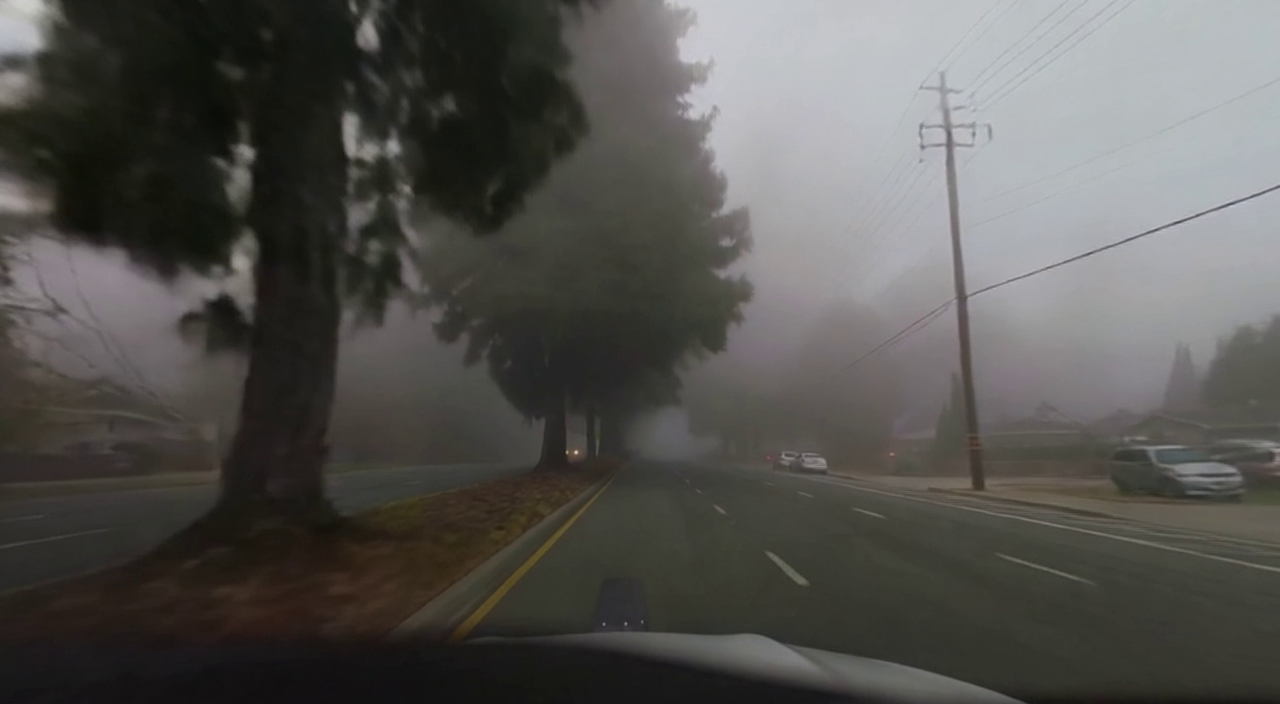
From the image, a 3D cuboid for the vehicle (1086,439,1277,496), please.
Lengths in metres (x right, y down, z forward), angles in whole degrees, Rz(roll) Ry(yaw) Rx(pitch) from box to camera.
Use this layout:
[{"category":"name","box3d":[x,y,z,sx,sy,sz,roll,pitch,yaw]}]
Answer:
[{"category":"vehicle","box3d":[19.148,4.084,22.514,4.655,1.921,2.231,0,-8,1]}]

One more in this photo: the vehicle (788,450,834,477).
[{"category":"vehicle","box3d":[11.897,7.770,44.081,2.061,1.575,4.098,5,-8,1]}]
